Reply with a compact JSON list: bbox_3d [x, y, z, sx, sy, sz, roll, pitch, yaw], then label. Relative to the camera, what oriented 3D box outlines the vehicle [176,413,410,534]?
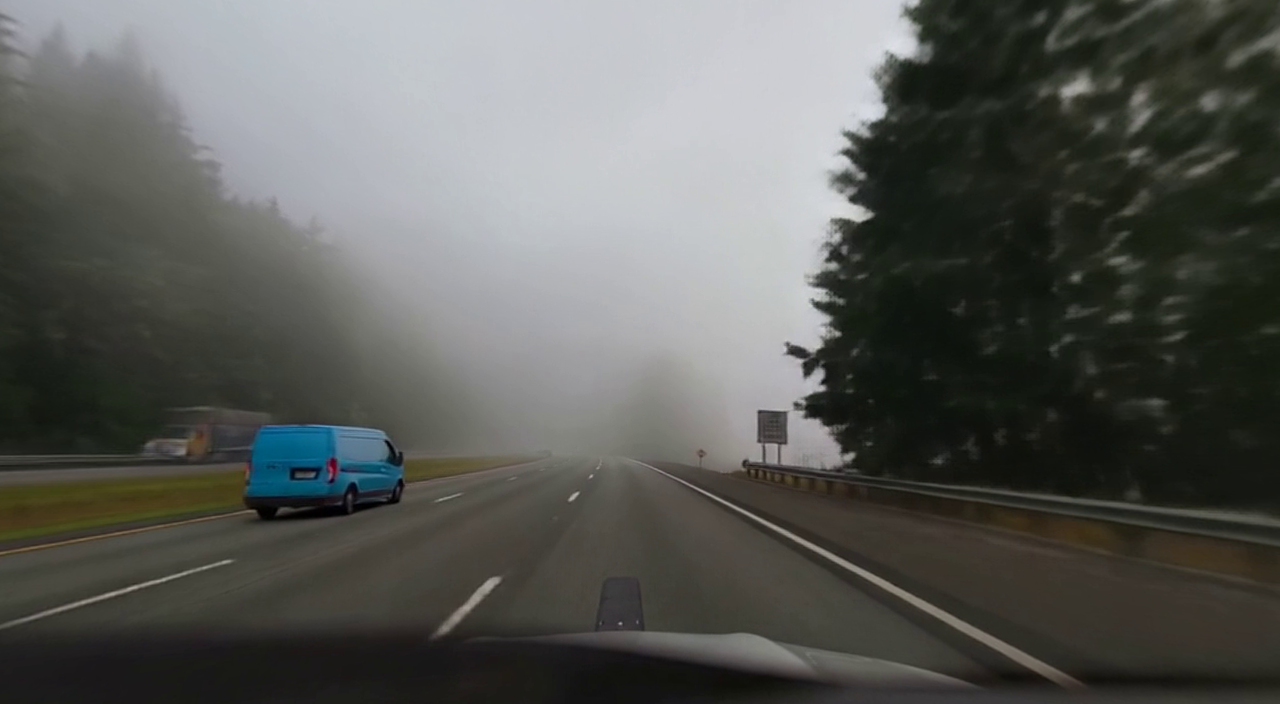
[{"bbox_3d":[-6.862,2.466,13.348,2.197,2.038,4.919,0,-9,-1],"label":"vehicle"}]
